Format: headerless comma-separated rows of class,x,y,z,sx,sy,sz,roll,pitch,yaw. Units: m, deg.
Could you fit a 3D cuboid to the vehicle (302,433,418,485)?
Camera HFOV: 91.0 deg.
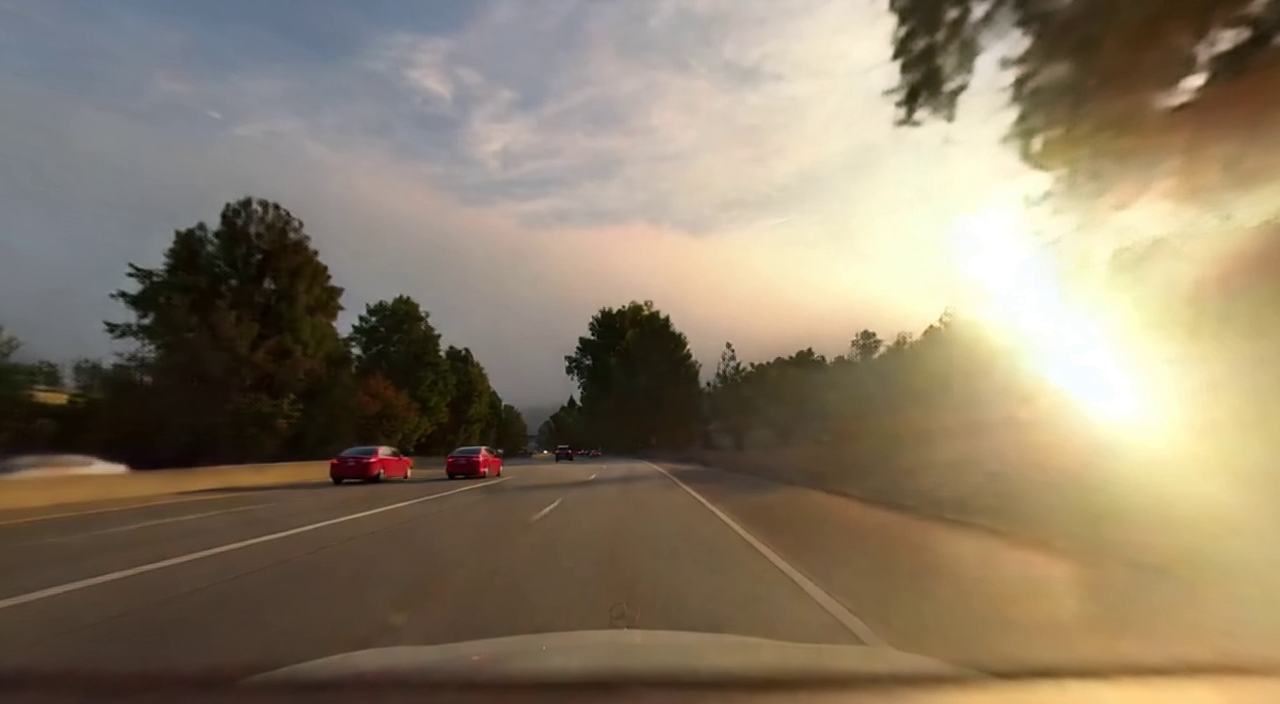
vehicle,-11.716,4.520,26.936,2.425,1.926,5.584,0,-9,0

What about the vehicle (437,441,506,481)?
vehicle,-7.702,5.000,29.198,2.060,1.680,4.255,0,-9,-1
